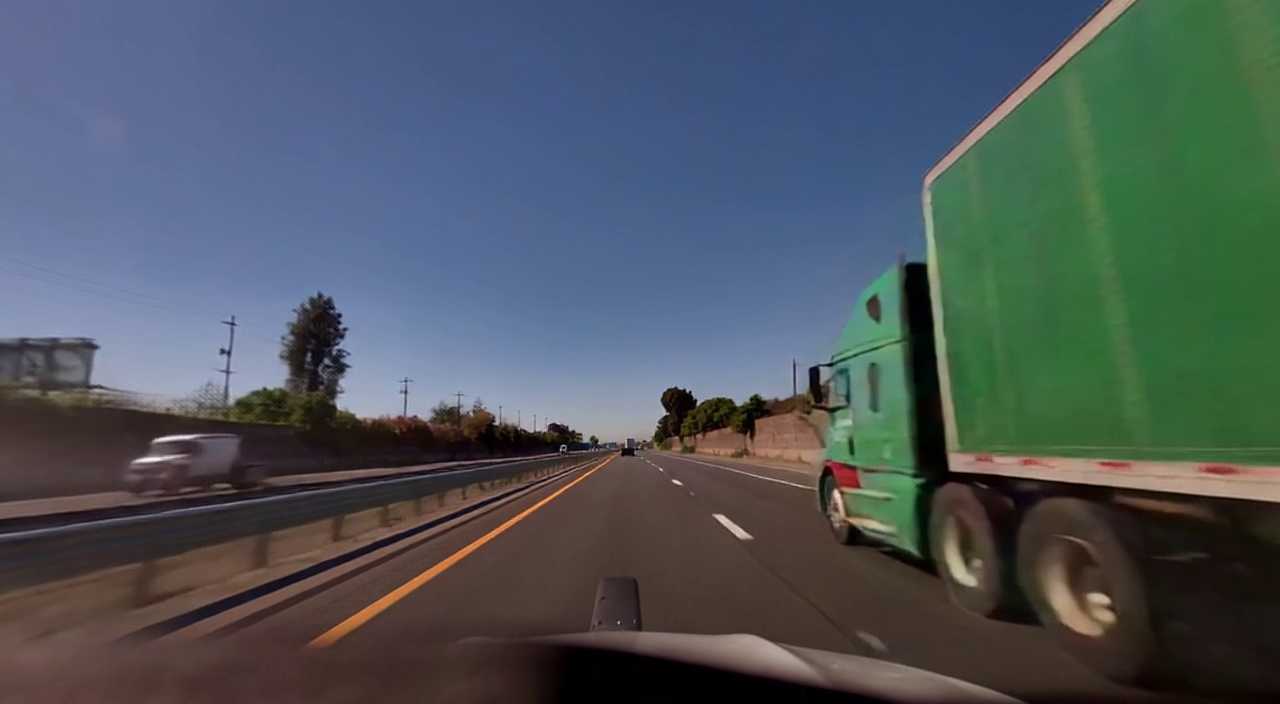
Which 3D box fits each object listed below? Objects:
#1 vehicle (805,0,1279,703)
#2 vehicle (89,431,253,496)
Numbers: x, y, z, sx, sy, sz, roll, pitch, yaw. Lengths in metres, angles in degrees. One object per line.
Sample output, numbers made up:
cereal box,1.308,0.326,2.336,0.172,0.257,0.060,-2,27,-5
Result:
vehicle,3.954,0.148,5.737,3.038,3.983,6.291,0,-9,0
vehicle,-21.138,5.043,28.861,2.345,2.583,6.782,0,-9,-1
